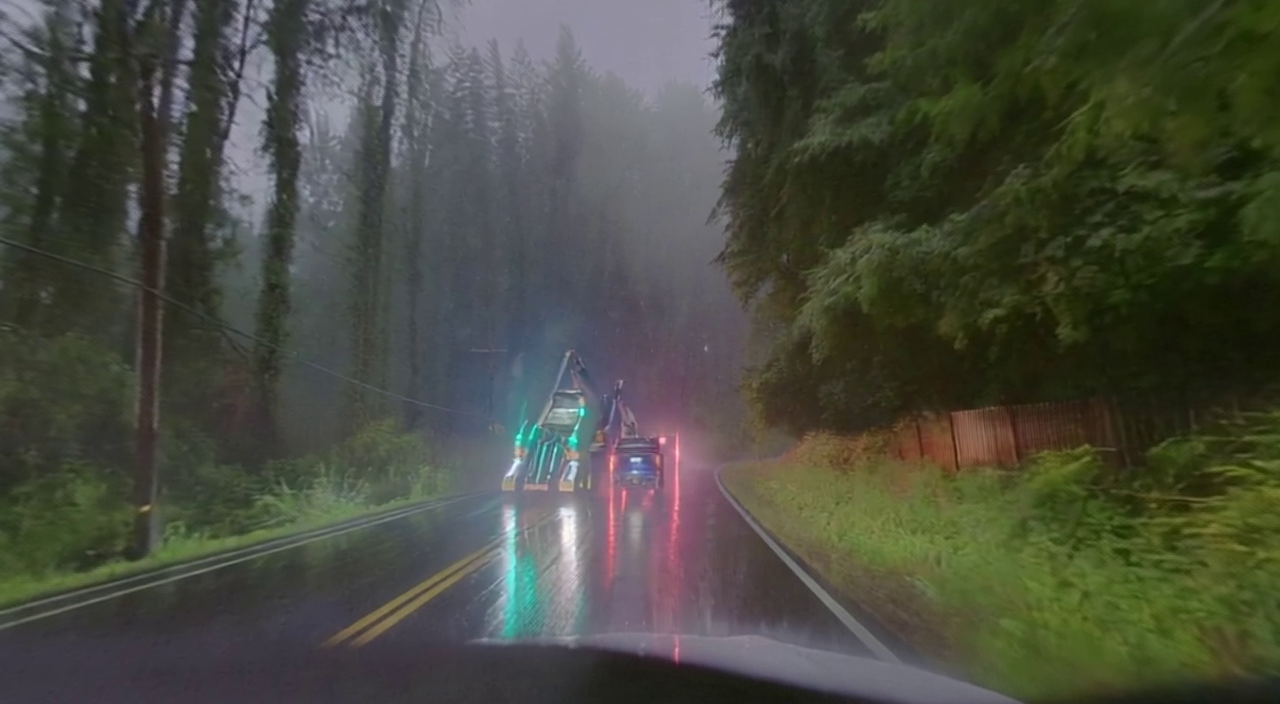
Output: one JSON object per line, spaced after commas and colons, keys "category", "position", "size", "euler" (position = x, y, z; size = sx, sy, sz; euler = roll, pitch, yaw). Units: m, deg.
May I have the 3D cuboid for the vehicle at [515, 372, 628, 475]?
{"category": "vehicle", "position": [-3.382, 3.739, 31.432], "size": [4.788, 4.368, 6.529], "euler": [3, -10, -6]}

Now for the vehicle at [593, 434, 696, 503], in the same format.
{"category": "vehicle", "position": [0.162, 2.806, 15.649], "size": [2.196, 1.465, 4.294], "euler": [0, -8, 2]}
